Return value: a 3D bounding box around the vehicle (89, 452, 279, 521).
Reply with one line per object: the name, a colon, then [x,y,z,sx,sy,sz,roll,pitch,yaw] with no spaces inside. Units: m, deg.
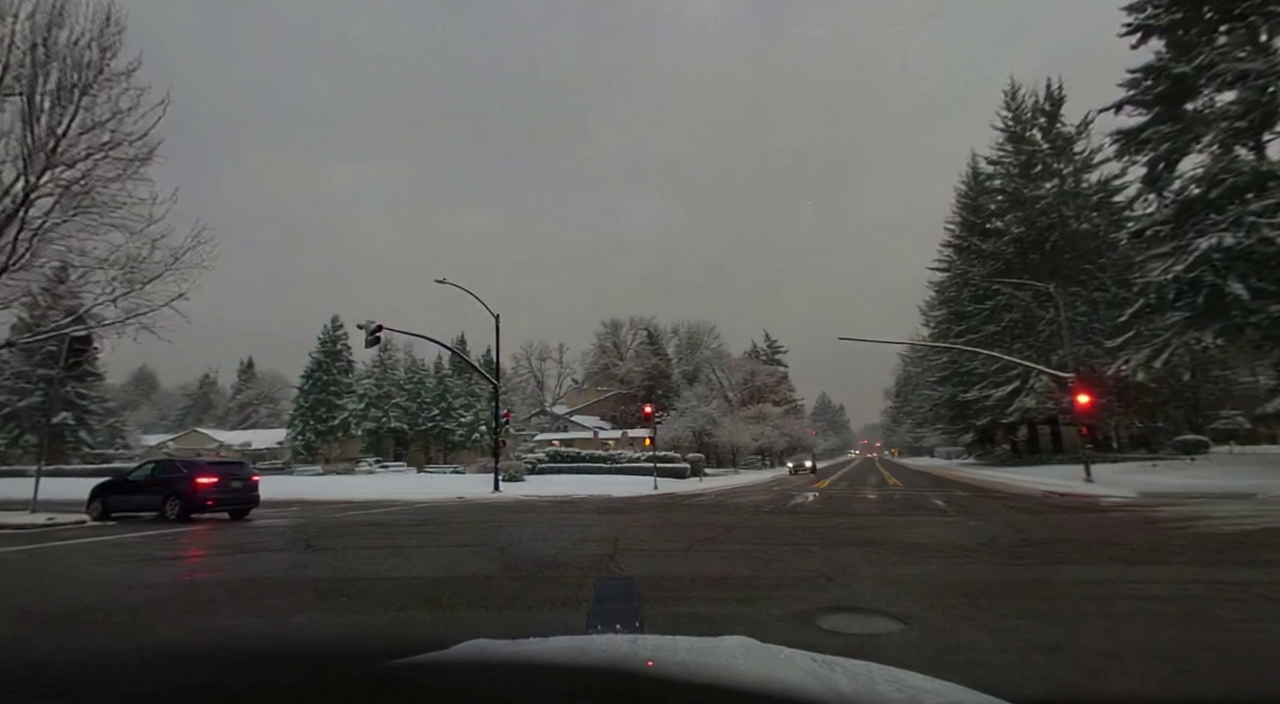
vehicle: [-12.004,3.444,16.679,4.247,1.591,2.093,-4,-9,24]
